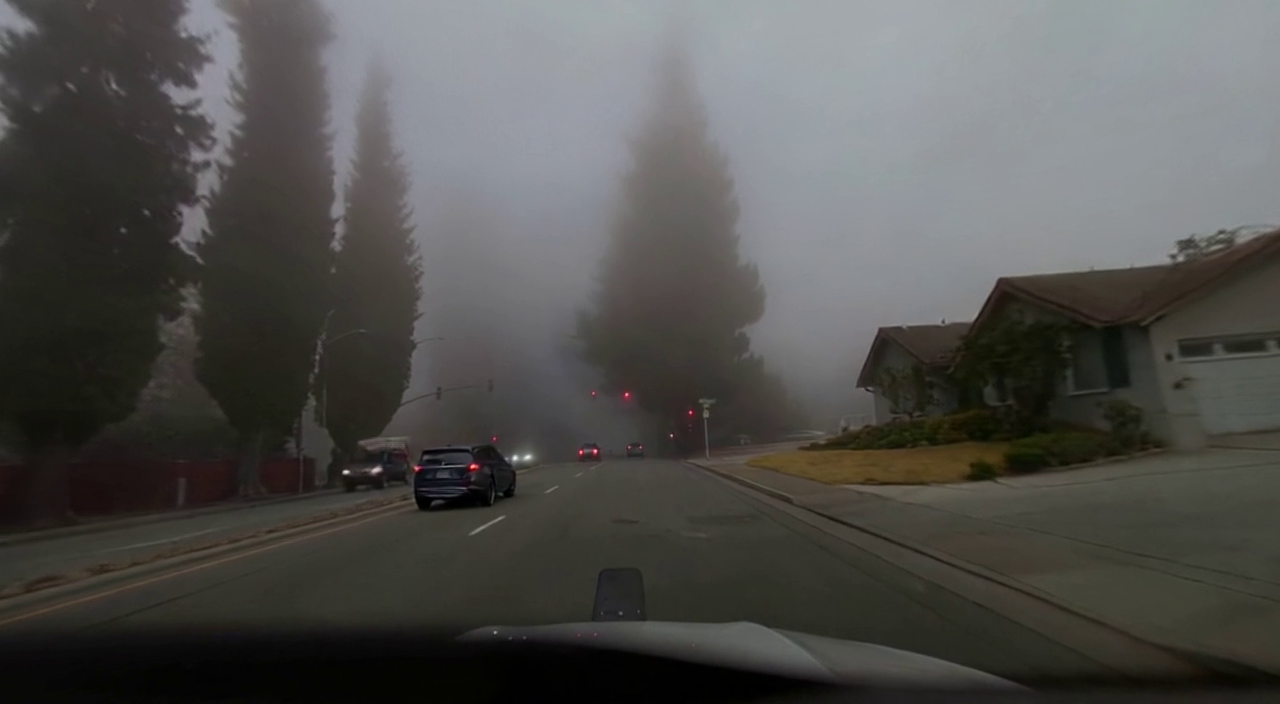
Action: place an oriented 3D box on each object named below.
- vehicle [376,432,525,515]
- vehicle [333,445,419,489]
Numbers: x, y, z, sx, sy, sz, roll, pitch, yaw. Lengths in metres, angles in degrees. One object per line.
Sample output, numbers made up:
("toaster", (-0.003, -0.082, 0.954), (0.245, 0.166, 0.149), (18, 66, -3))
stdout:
("vehicle", (-4.375, 2.873, 15.502), (2.169, 1.706, 4.638), (0, -8, 0))
("vehicle", (-14.586, 6.357, 35.393), (2.263, 2.211, 6.122), (0, -8, -1))
